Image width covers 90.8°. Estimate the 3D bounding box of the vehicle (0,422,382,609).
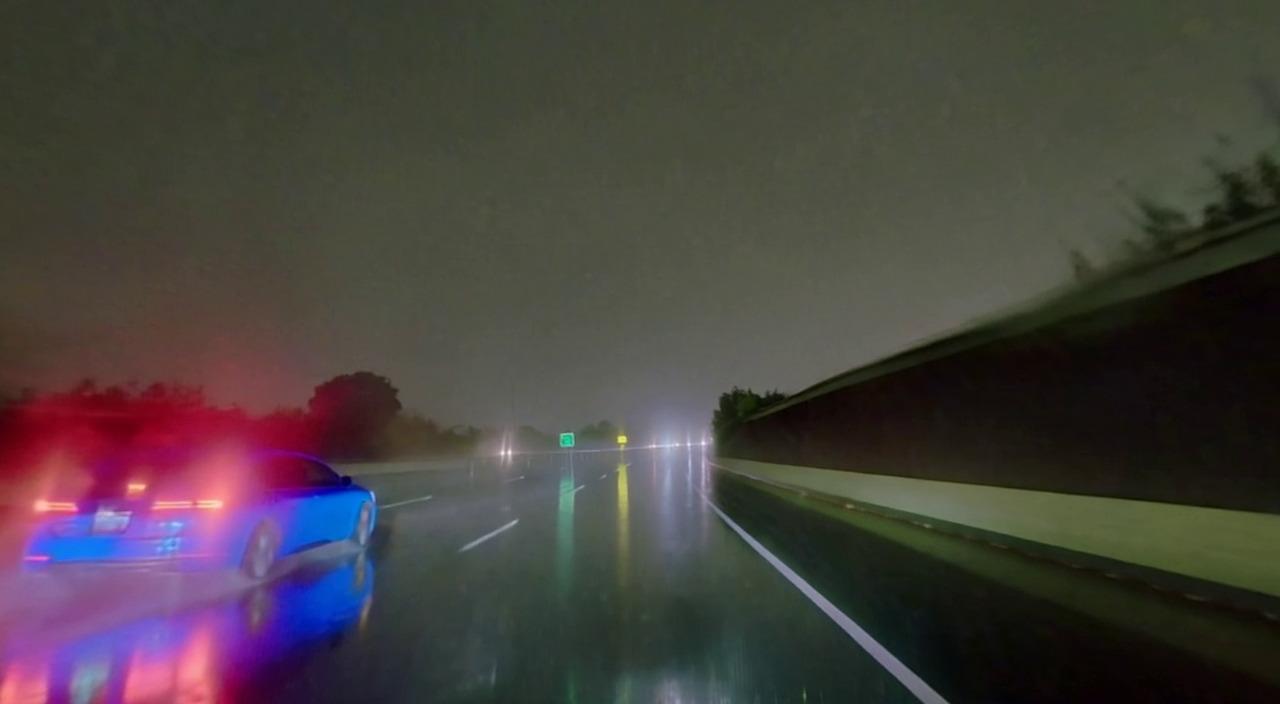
[{"bbox_3d":[-4.682,1.622,7.086,1.928,1.504,3.745,0,-9,1],"label":"vehicle"}]
